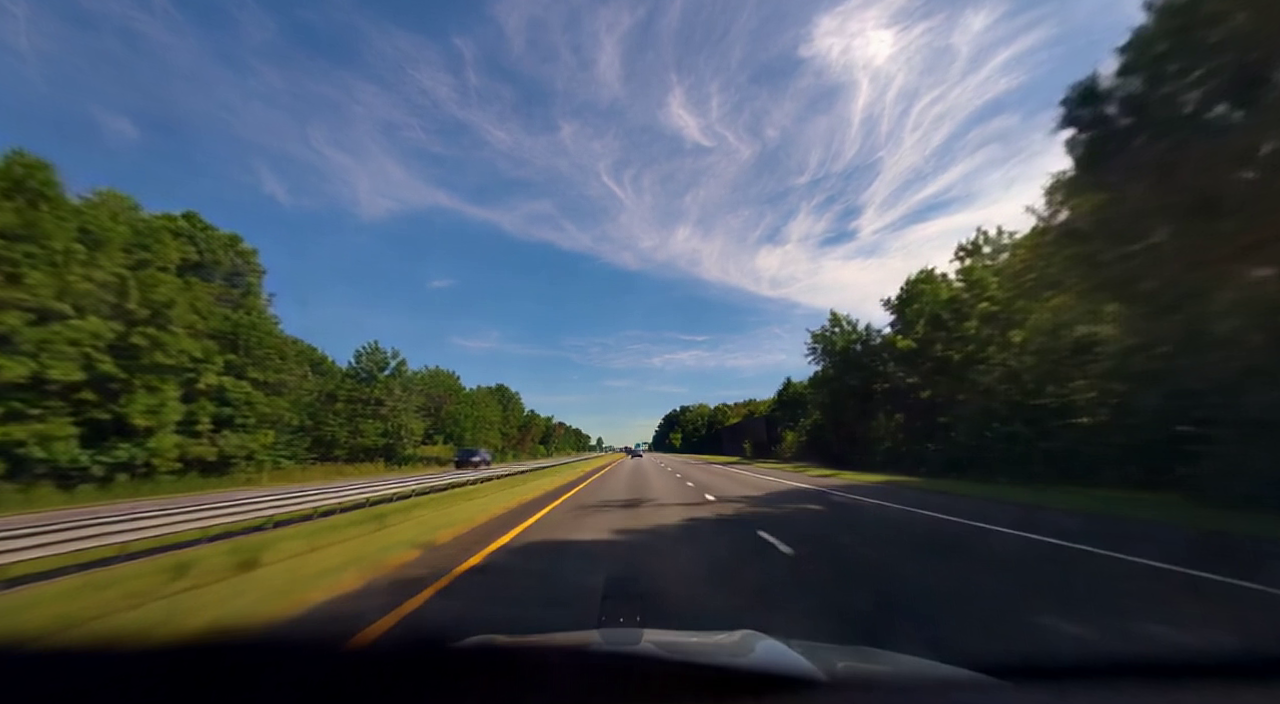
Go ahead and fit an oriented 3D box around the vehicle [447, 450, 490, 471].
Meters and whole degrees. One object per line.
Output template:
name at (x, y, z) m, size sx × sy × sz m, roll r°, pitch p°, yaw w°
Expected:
vehicle at (-12.896, 8.172, 47.666) m, size 2.037 × 1.461 × 4.527 m, roll 0°, pitch -9°, yaw 0°
